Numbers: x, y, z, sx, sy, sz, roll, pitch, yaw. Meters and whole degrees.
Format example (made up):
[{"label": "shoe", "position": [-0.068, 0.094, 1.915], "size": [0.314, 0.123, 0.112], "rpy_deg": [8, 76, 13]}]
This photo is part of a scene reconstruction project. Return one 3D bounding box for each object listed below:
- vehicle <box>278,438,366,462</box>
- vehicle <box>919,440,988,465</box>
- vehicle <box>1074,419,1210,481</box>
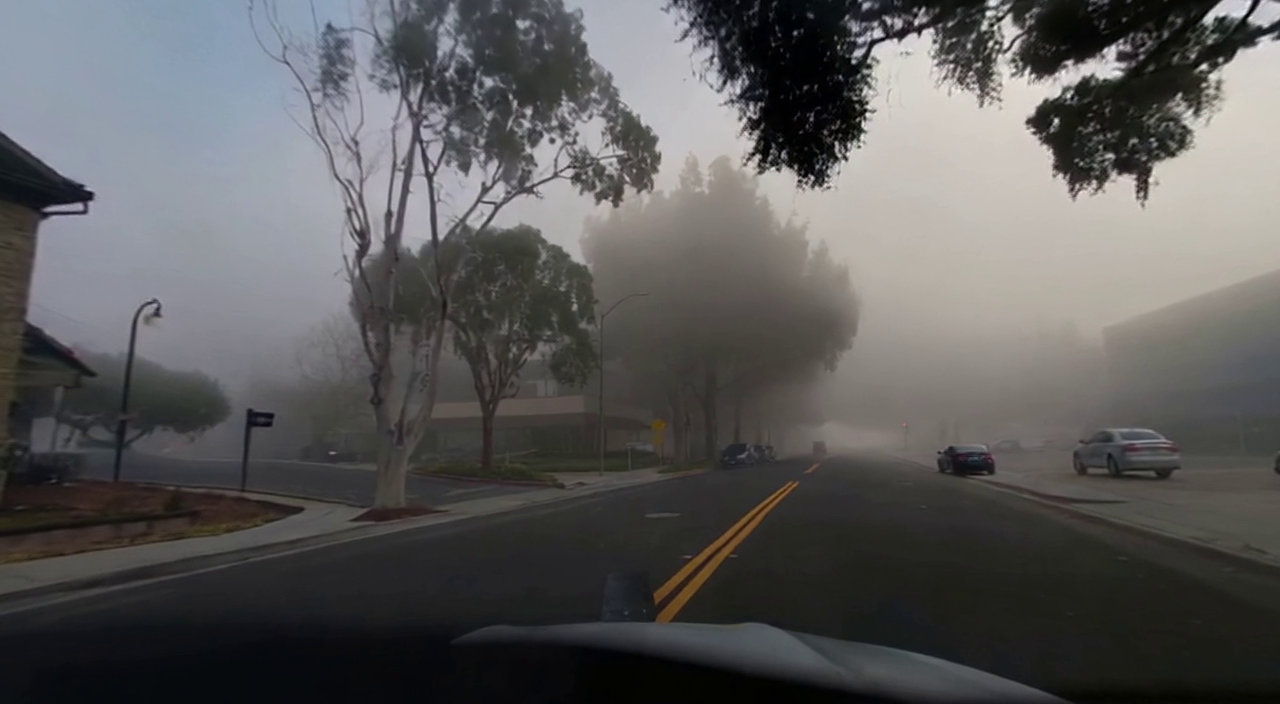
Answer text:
[{"label": "vehicle", "position": [-21.699, 6.697, 43.103], "size": [4.814, 1.609, 2.197], "rpy_deg": [-1, -9, 1]}, {"label": "vehicle", "position": [23.682, 7.575, 47.731], "size": [4.277, 1.740, 2.097], "rpy_deg": [-2, -8, 15]}, {"label": "vehicle", "position": [16.708, 3.301, 21.309], "size": [2.018, 1.840, 4.662], "rpy_deg": [-3, -9, 19]}]
